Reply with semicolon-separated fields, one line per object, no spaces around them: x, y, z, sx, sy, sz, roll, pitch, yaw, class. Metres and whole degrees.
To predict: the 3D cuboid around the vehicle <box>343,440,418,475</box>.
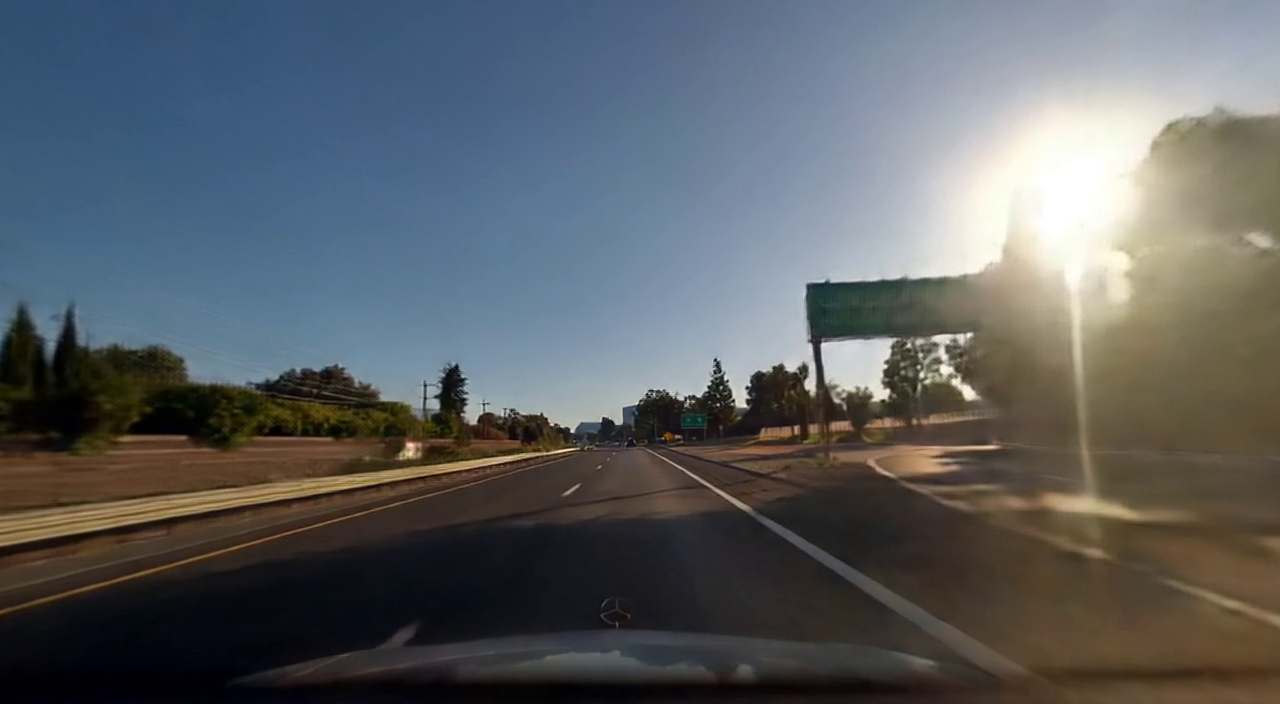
-14.688;5.979;35.950;2.140;1.808;4.733;-1;-8;1;vehicle
